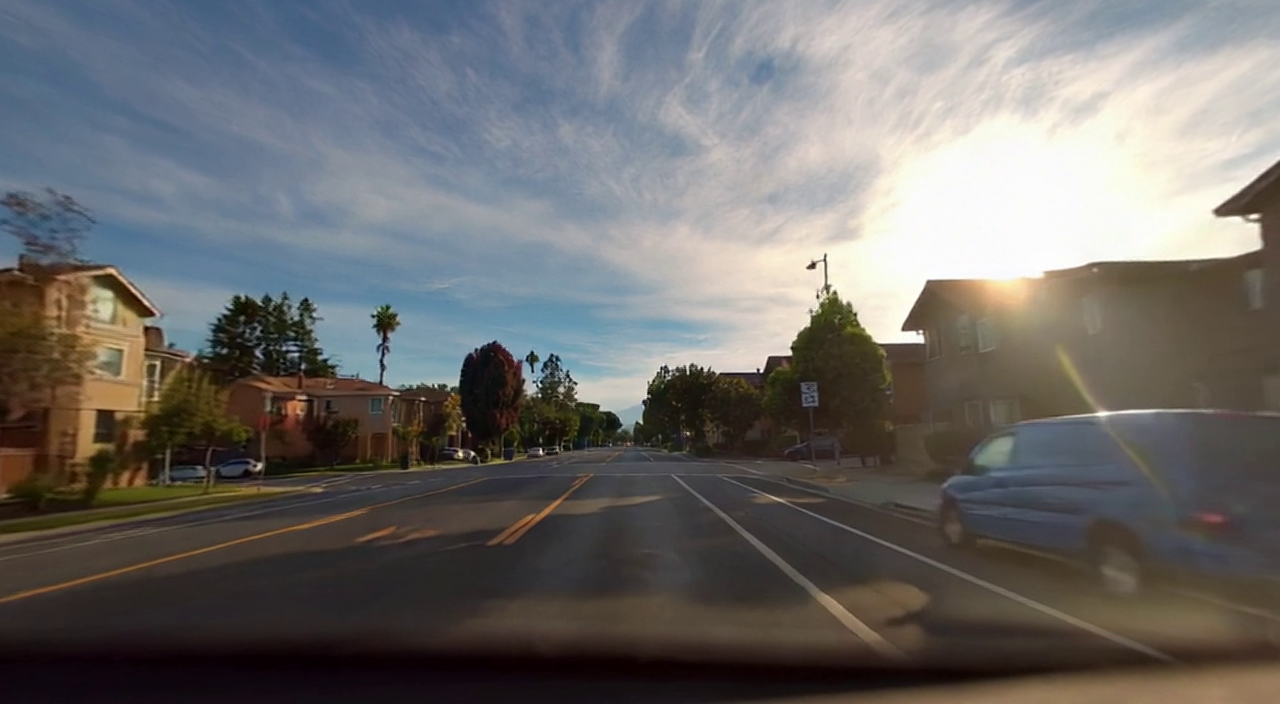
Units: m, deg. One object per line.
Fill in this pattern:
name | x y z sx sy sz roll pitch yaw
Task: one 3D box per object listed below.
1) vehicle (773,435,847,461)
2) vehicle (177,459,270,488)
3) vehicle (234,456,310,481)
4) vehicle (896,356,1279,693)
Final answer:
vehicle | 11.567 6.569 43.216 4.406 1.738 2.020 0 -8 0
vehicle | -22.572 6.578 34.307 3.687 1.465 1.855 0 -8 -1
vehicle | -25.874 8.159 44.479 4.185 1.550 1.937 -1 -6 3
vehicle | 4.477 1.292 5.898 2.052 1.859 4.778 0 -8 -2
